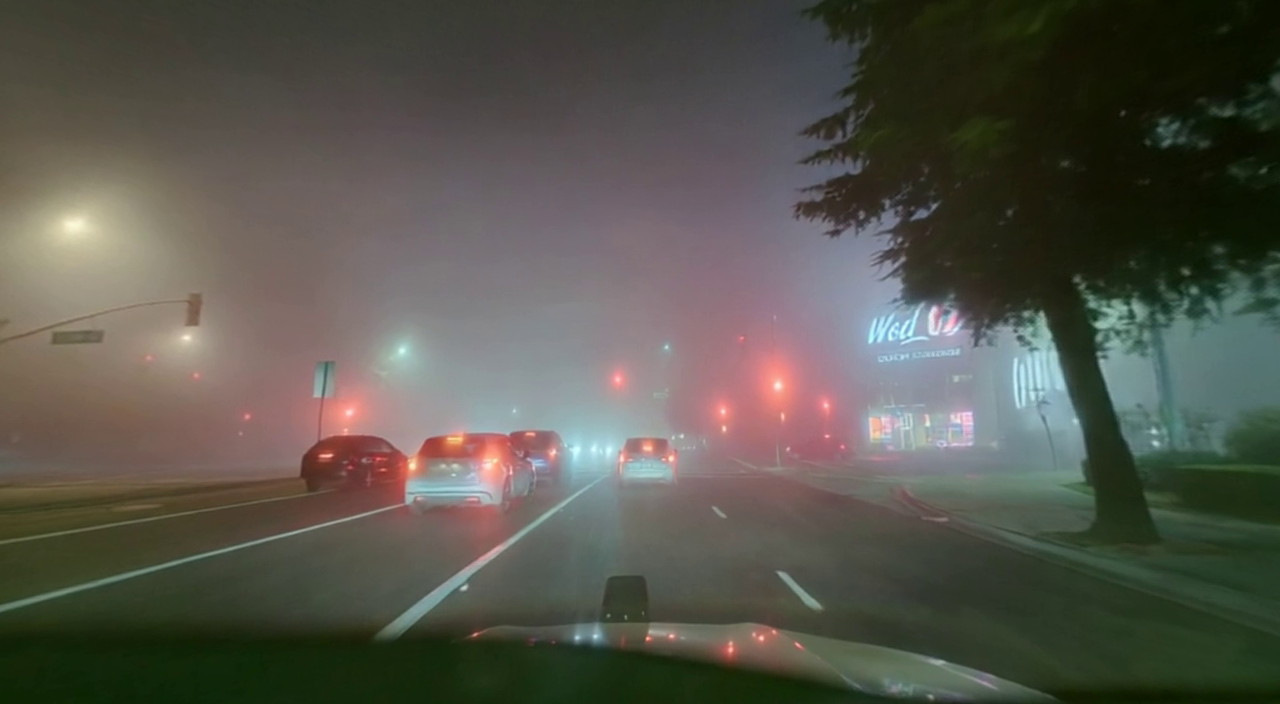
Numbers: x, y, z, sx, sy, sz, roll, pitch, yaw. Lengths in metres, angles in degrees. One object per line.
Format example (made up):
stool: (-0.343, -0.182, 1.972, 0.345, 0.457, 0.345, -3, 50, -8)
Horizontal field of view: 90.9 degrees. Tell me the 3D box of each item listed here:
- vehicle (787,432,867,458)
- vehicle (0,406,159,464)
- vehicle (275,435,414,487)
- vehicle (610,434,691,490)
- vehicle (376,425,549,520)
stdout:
vehicle: (13.250, 6.638, 44.836, 5.032, 1.762, 1.982, 0, -9, 0)
vehicle: (-46.088, 6.472, 48.673, 14.685, 4.167, 2.923, -1, -8, -5)
vehicle: (-9.413, 3.509, 20.621, 2.096, 1.474, 4.585, 0, -9, 4)
vehicle: (0.380, 3.345, 19.573, 2.258, 1.507, 3.896, -1, -8, 3)
vehicle: (-3.222, 2.288, 12.494, 2.029, 1.517, 4.375, 0, -9, 2)
